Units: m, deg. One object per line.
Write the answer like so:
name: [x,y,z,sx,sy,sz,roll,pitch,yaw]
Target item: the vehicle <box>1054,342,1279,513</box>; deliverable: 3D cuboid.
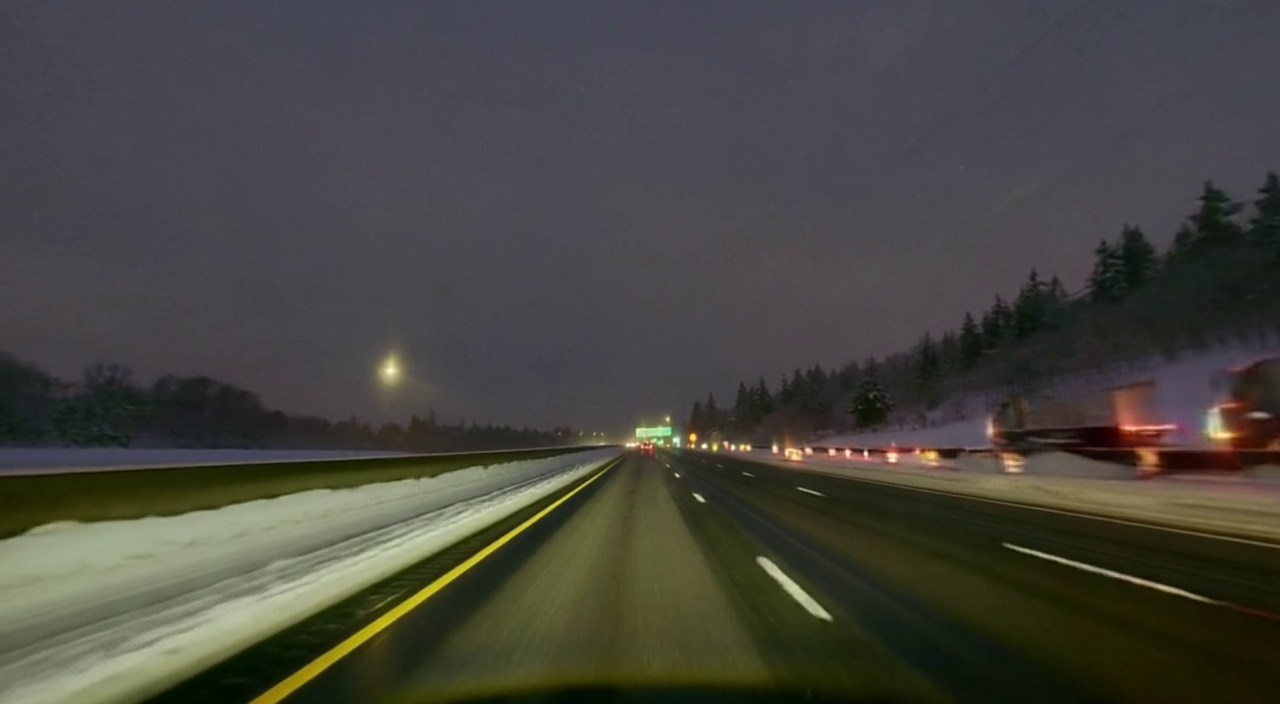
vehicle: [13.142,1.642,13.731,2.905,3.106,7.417,-3,-8,-1]
